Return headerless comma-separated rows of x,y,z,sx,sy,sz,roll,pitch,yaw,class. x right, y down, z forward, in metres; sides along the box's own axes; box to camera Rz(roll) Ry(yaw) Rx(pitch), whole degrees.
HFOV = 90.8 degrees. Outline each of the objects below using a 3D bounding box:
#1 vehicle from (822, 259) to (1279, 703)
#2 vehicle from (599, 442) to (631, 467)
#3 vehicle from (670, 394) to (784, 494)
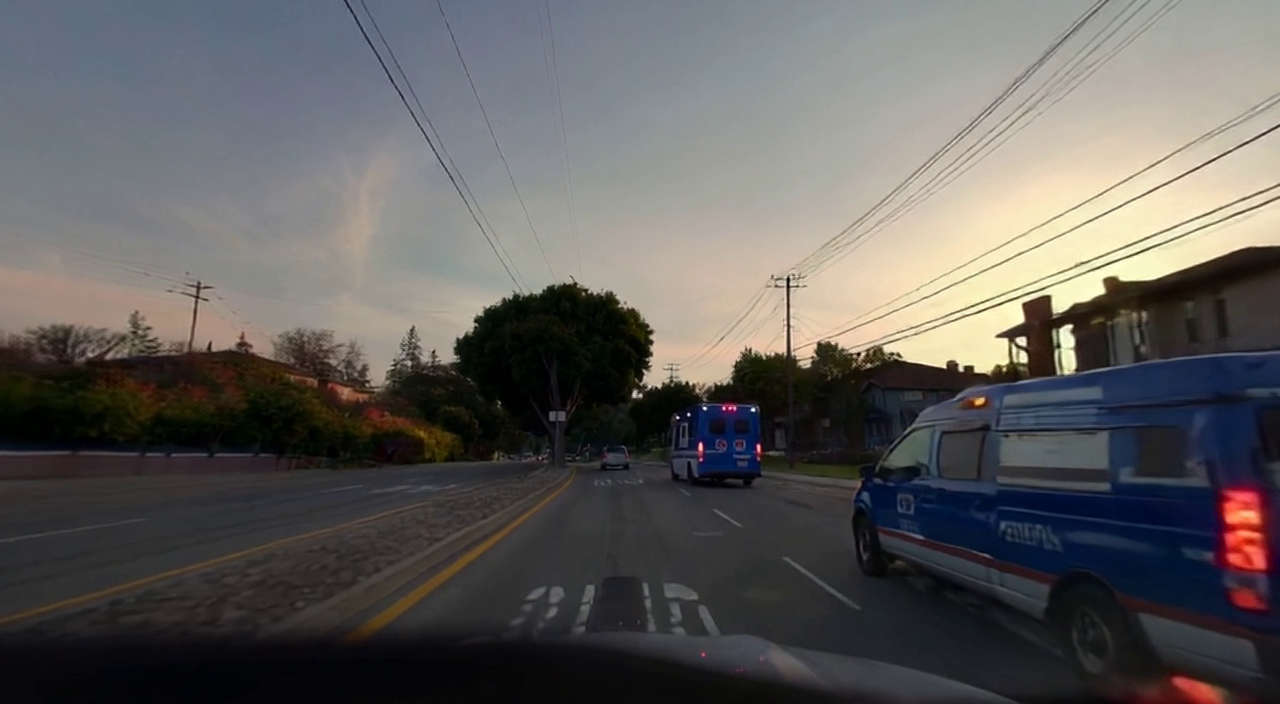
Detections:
3.066,0.957,4.023,2.194,1.922,4.822,0,-8,-2,vehicle
-1.845,7.410,45.929,2.114,1.707,3.725,1,-8,-6,vehicle
2.499,2.881,19.969,2.406,2.687,5.521,0,-8,-4,vehicle
